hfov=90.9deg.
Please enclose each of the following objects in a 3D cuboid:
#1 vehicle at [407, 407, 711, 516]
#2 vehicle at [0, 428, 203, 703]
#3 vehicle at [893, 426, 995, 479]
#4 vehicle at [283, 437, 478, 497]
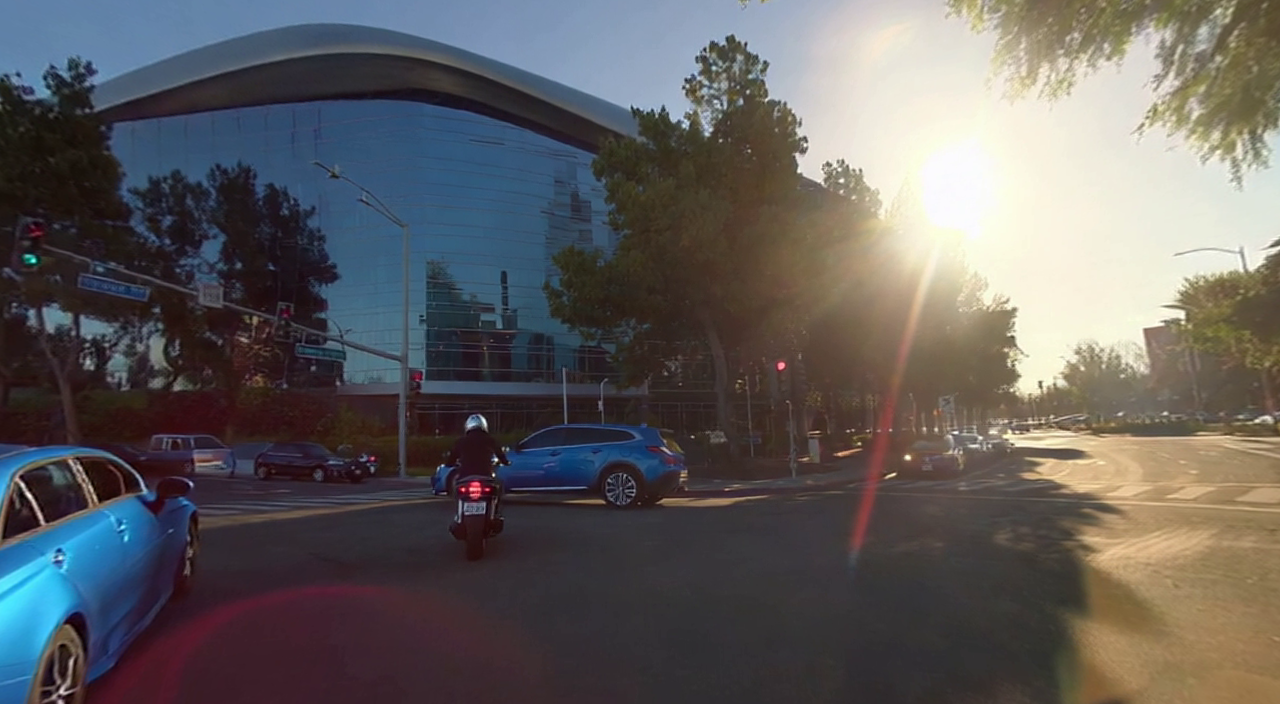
[{"bbox_3d":[-1.683,2.238,13.346,5.833,1.960,2.341,2,-9,-15],"label":"vehicle"},{"bbox_3d":[-4.504,1.314,4.432,2.009,1.450,4.182,6,-10,-37],"label":"vehicle"},{"bbox_3d":[10.919,3.531,22.486,2.084,1.656,4.583,-7,-11,40],"label":"vehicle"},{"bbox_3d":[-6.841,3.063,16.925,4.401,1.480,1.864,-1,-8,4],"label":"vehicle"}]
